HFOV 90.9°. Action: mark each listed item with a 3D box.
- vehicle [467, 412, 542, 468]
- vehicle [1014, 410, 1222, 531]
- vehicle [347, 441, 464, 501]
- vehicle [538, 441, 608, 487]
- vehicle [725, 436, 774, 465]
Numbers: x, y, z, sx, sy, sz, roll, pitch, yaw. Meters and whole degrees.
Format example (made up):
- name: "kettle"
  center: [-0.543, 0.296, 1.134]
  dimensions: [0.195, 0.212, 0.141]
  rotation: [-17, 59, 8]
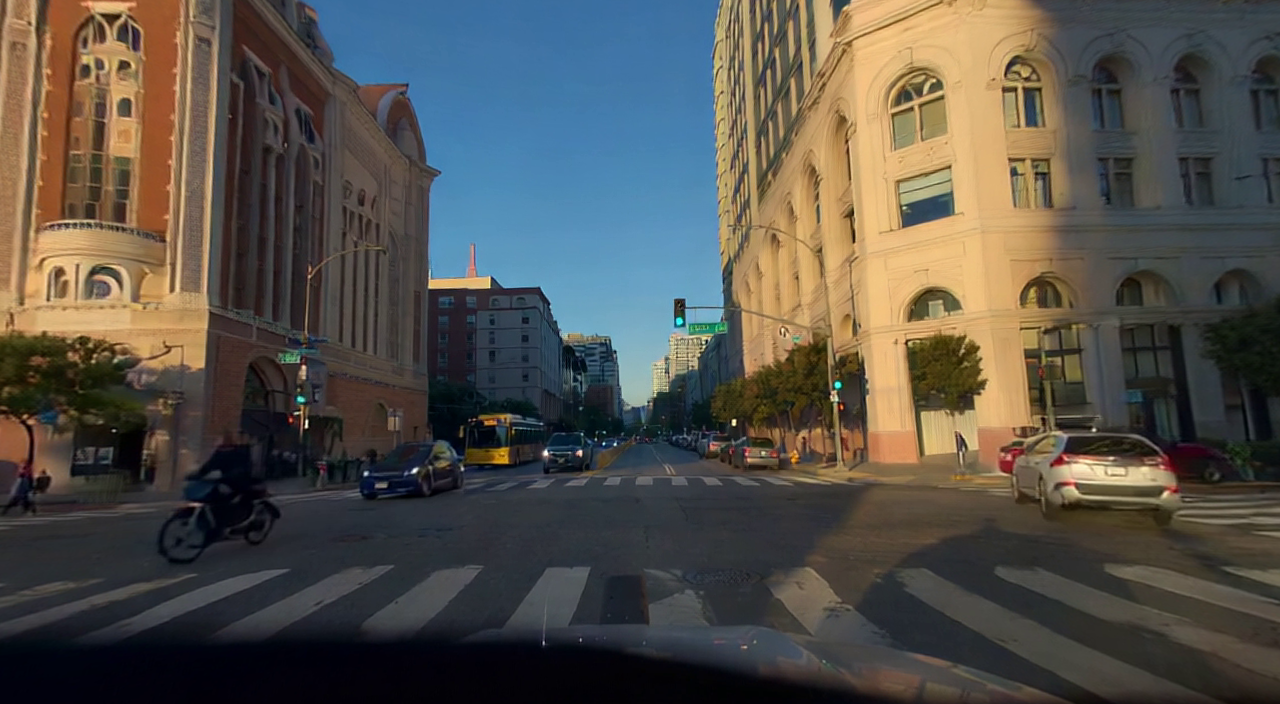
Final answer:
- name: "vehicle"
  center: [-8.938, 6.029, 42.977]
  dimensions: [2.981, 3.391, 9.957]
  rotation: [0, -8, 0]
- name: "vehicle"
  center: [7.532, 1.858, 10.517]
  dimensions: [1.912, 1.505, 4.889]
  rotation: [-4, -9, 28]
- name: "vehicle"
  center: [-6.605, 3.370, 18.283]
  dimensions: [1.861, 1.508, 4.052]
  rotation: [0, -8, 0]
- name: "vehicle"
  center: [-2.430, 3.808, 21.819]
  dimensions: [1.904, 1.402, 4.759]
  rotation: [2, -9, -12]
- name: "vehicle"
  center: [6.242, 5.647, 36.298]
  dimensions: [1.926, 1.574, 3.961]
  rotation: [0, -8, -2]
